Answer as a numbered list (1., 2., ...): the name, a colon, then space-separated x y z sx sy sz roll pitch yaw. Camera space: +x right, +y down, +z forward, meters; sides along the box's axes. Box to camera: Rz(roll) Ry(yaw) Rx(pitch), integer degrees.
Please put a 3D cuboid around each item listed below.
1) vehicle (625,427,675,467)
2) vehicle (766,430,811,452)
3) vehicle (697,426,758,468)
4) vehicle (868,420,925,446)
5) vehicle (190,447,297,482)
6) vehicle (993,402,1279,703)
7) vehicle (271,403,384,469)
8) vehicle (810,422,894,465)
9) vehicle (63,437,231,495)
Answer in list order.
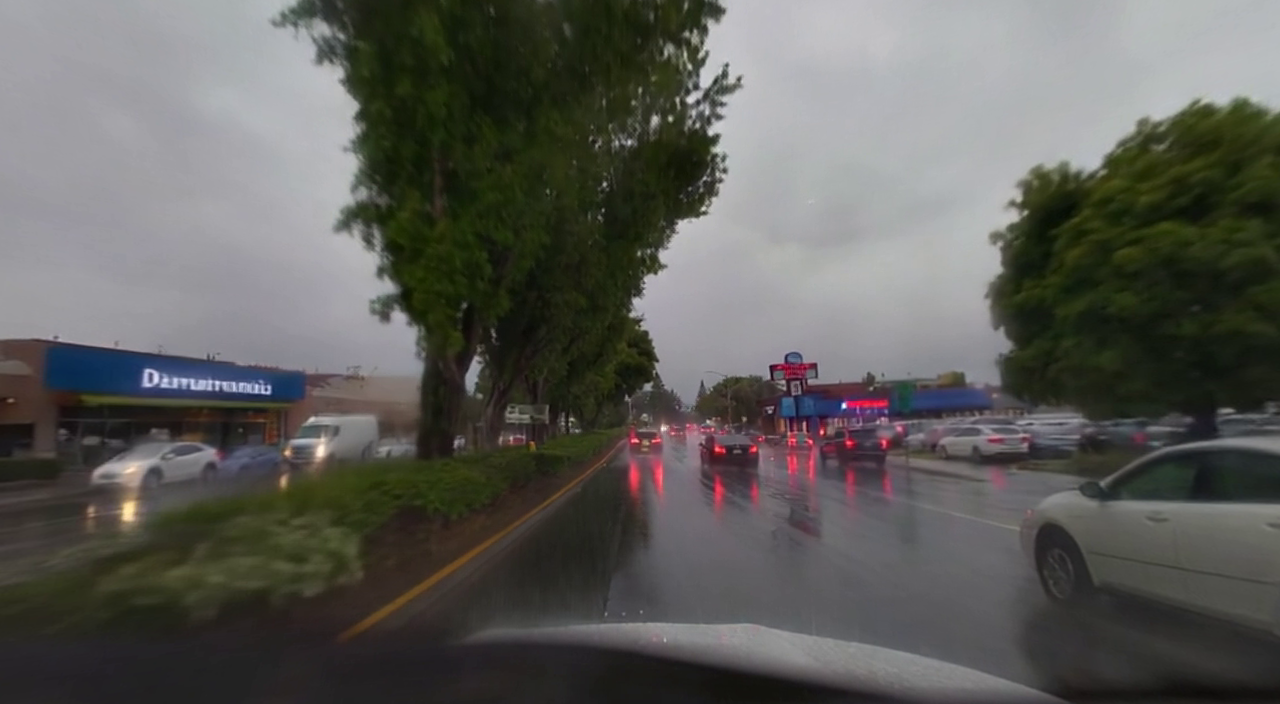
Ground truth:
1. vehicle: 0.444 4.245 28.121 2.098 1.682 3.778 0 -8 1
2. vehicle: 10.882 6.589 46.391 2.110 1.535 4.506 0 -8 -2
3. vehicle: 3.782 4.205 27.907 2.115 1.692 4.189 0 -8 0
4. vehicle: 18.699 5.973 46.009 1.981 1.815 4.953 0 -8 -2
5. vehicle: -18.832 5.325 30.156 1.883 1.488 5.224 0 -8 -2
6. vehicle: 3.756 0.945 2.652 1.908 1.463 4.506 0 -8 0
7. vehicle: -18.599 5.120 38.025 2.811 3.604 7.566 0 -8 1
8. vehicle: 10.507 4.622 31.651 2.318 1.974 5.282 0 -8 0
9. vehicle: -18.821 4.342 24.431 2.286 1.968 5.350 0 -8 -2
